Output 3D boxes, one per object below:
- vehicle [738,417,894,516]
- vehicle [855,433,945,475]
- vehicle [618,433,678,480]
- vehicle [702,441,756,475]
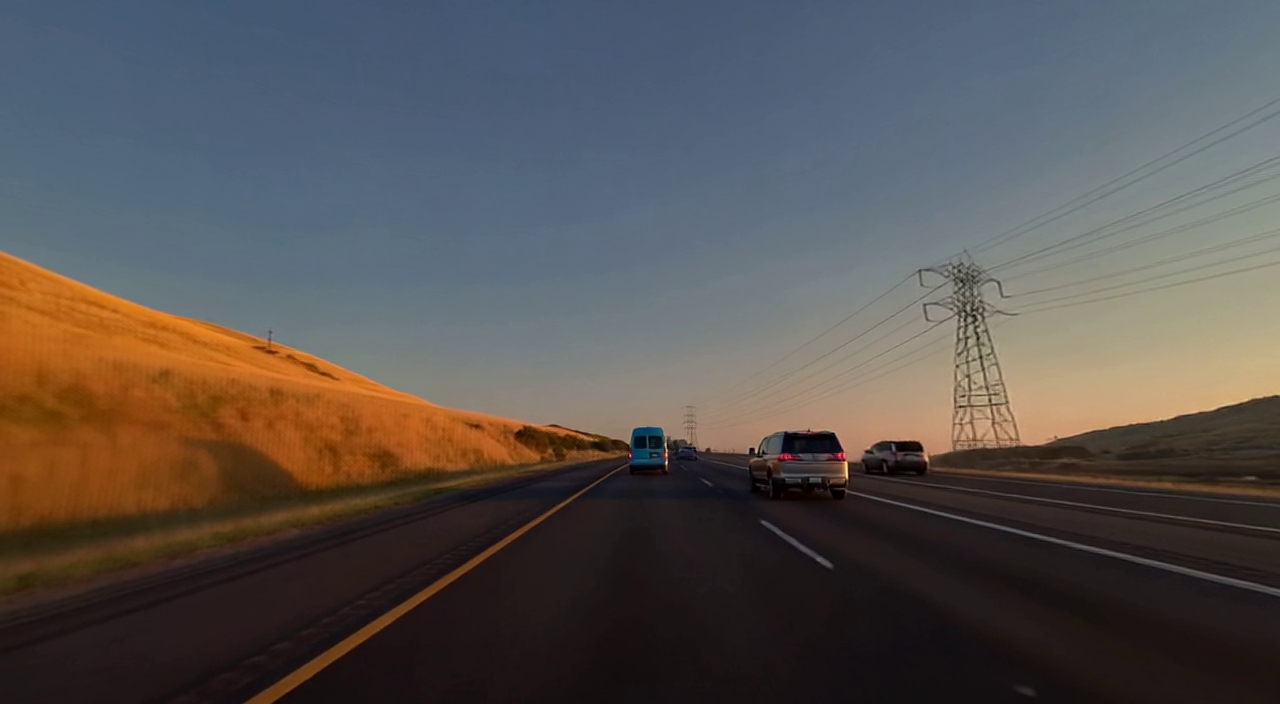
[{"bbox_3d":[3.629,2.457,14.033,2.139,1.821,4.480,0,-8,0],"label":"vehicle"},{"bbox_3d":[11.321,4.473,27.890,2.087,1.681,4.589,0,-8,1],"label":"vehicle"},{"bbox_3d":[0.335,4.292,26.184,2.268,1.772,4.523,0,-8,1],"label":"vehicle"},{"bbox_3d":[4.106,4.959,29.793,1.938,1.466,4.356,0,-8,0],"label":"vehicle"}]
